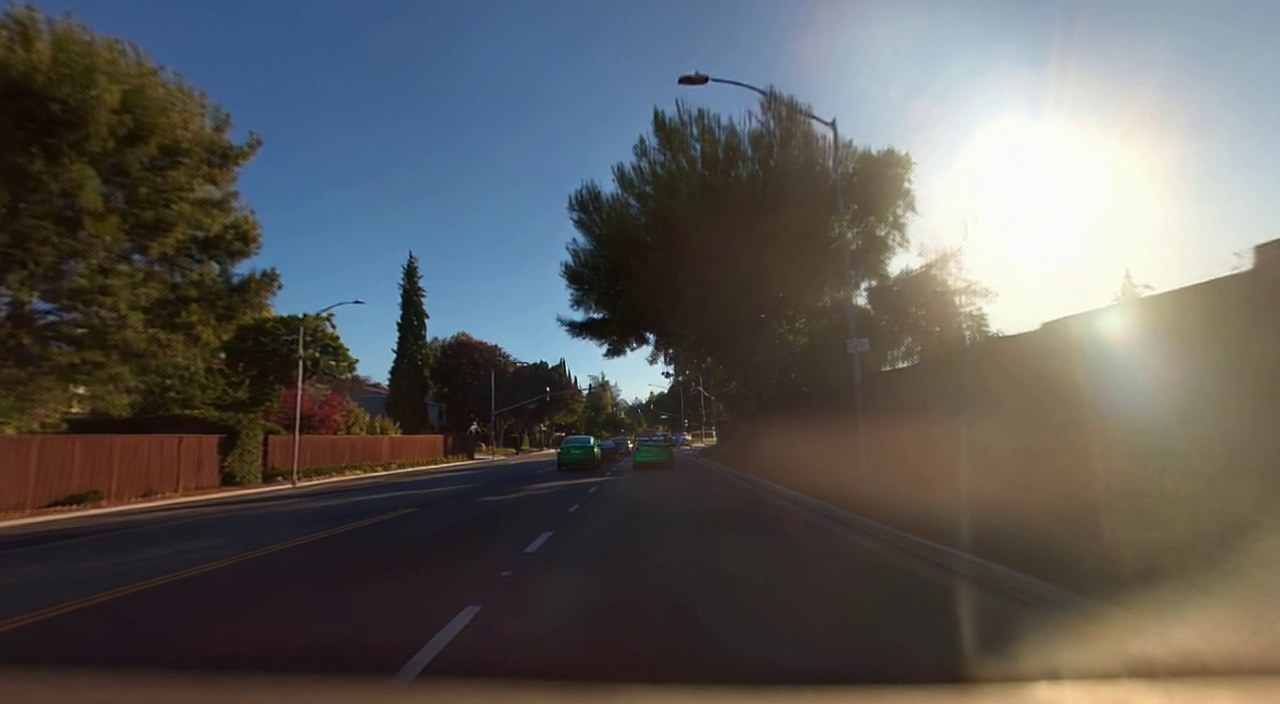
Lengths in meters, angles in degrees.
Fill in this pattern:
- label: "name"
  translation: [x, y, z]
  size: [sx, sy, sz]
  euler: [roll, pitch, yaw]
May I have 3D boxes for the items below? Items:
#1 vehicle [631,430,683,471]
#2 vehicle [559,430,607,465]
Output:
- label: "vehicle"
  translation: [0.698, 4.320, 27.764]
  size: [2.127, 1.665, 3.993]
  euler: [0, -8, 1]
- label: "vehicle"
  translation: [-3.054, 5.279, 34.832]
  size: [2.190, 1.766, 4.394]
  euler: [0, -8, 1]
